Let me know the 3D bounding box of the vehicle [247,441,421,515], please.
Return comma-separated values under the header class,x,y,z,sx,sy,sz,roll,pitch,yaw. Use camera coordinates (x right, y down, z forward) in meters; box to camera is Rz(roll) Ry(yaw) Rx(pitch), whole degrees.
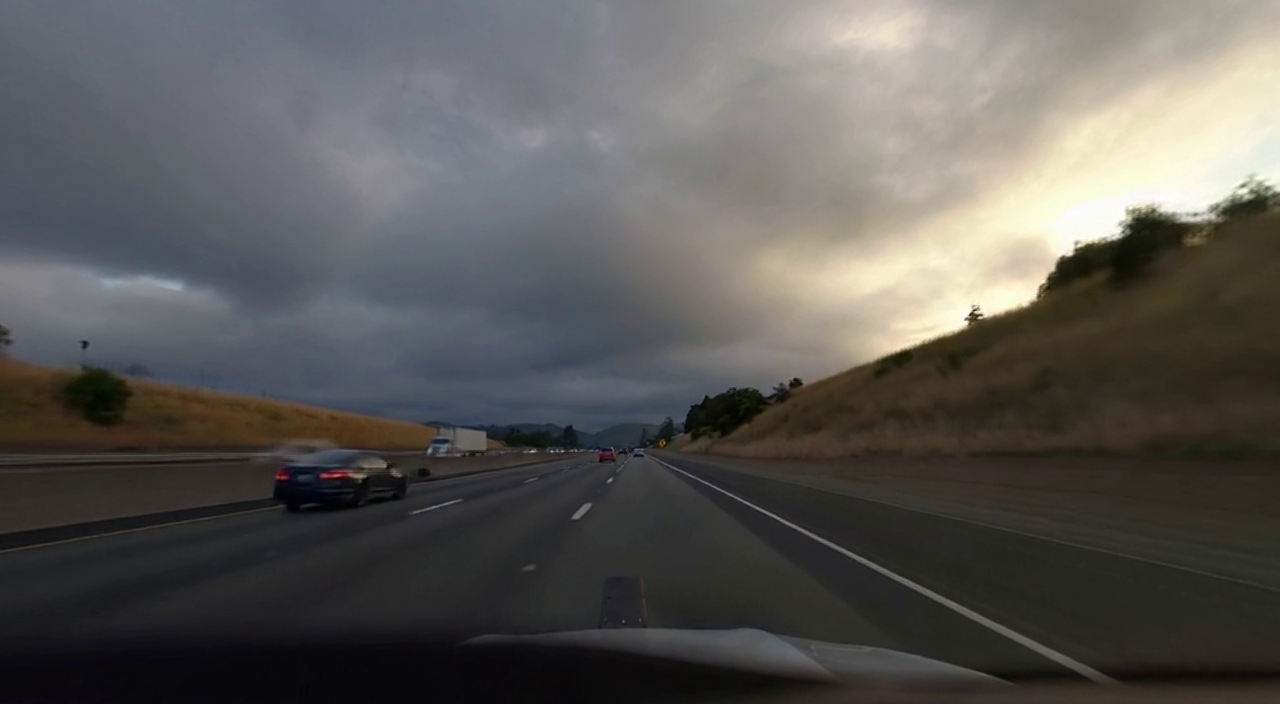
class,x,y,z,sx,sy,sz,roll,pitch,yaw
vehicle,-6.997,2.909,15.017,1.966,1.476,4.240,0,-9,1
